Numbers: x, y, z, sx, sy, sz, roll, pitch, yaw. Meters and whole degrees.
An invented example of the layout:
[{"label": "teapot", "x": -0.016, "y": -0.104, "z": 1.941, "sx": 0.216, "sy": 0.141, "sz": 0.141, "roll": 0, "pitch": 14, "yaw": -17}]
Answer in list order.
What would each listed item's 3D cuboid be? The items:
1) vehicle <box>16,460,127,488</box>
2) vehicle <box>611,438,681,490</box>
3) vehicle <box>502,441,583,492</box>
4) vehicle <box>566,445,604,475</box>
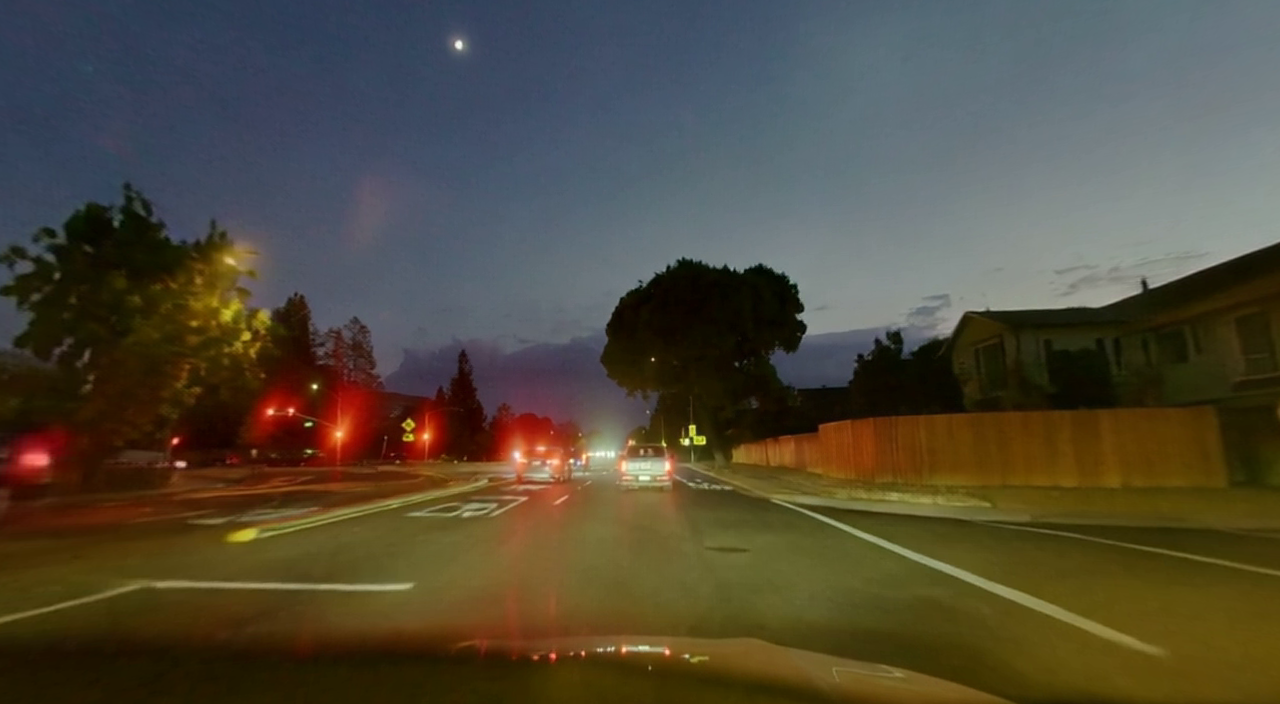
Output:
[{"label": "vehicle", "x": -36.644, "y": 7.861, "z": 40.605, "sx": 4.724, "sy": 1.597, "sz": 2.191, "roll": 2, "pitch": -9, "yaw": -10}, {"label": "vehicle", "x": 0.187, "y": 3.954, "z": 22.488, "sx": 2.290, "sy": 1.653, "sz": 4.127, "roll": 0, "pitch": -9, "yaw": 0}, {"label": "vehicle", "x": -3.500, "y": 4.186, "z": 23.557, "sx": 2.067, "sy": 1.546, "sz": 4.988, "roll": 2, "pitch": -7, "yaw": 2}, {"label": "vehicle", "x": -3.141, "y": 6.034, "z": 35.406, "sx": 1.986, "sy": 1.561, "sz": 3.805, "roll": 1, "pitch": -9, "yaw": -6}]
